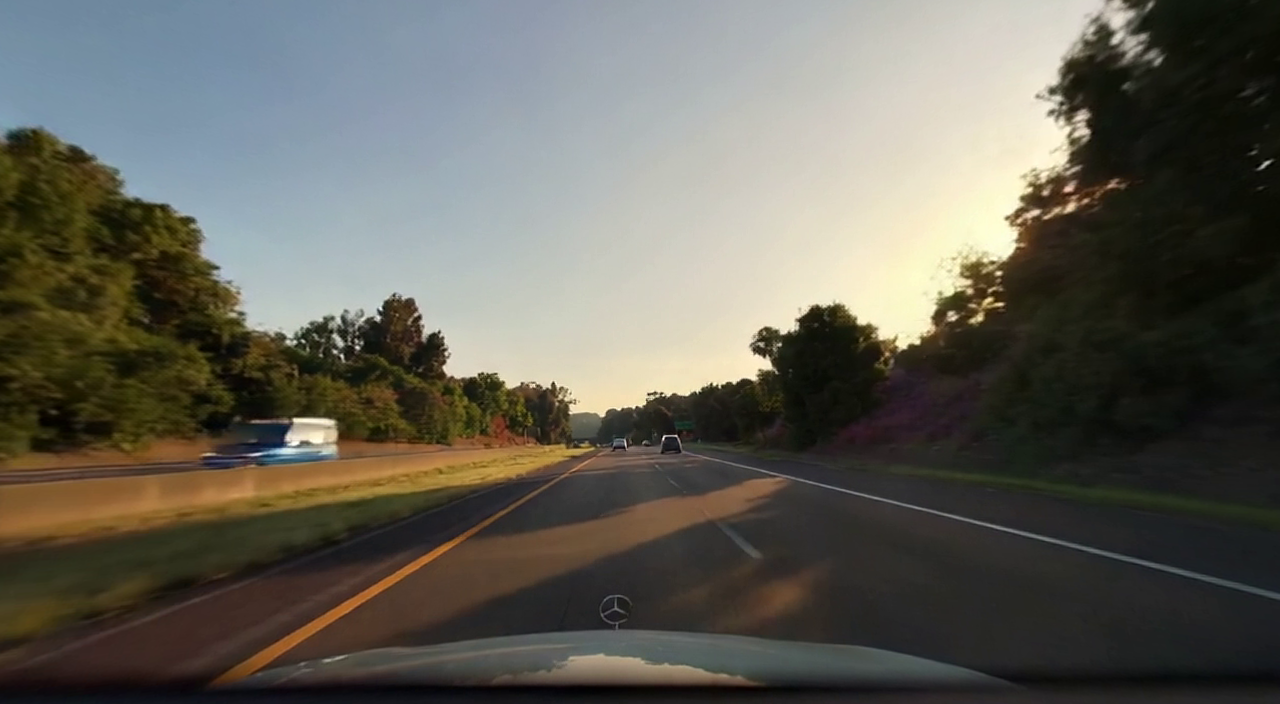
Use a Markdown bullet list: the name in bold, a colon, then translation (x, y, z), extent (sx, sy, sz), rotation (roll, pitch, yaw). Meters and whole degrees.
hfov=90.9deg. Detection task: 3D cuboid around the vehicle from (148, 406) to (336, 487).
- **vehicle**: translation (-9.535, 2.310, 15.621), extent (1.997, 1.729, 4.143), rotation (0, -8, -1)
